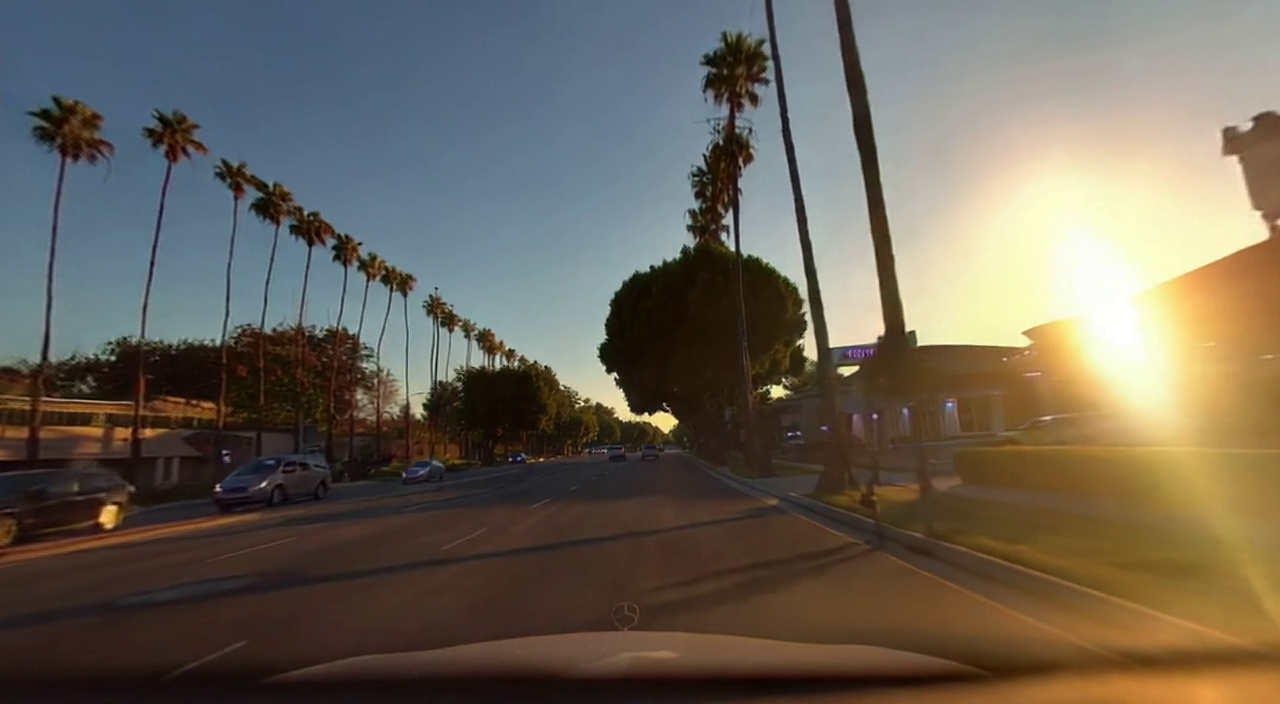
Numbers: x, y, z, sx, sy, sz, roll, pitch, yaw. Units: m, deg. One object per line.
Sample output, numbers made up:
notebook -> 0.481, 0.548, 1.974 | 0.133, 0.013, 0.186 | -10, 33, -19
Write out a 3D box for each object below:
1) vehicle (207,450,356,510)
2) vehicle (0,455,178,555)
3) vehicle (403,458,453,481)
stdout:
vehicle -> -12.433, 4.422, 22.421 | 2.306, 1.807, 4.927 | 0, -8, 1
vehicle -> -12.525, 3.062, 13.255 | 2.199, 1.696, 4.440 | 0, -8, 1
vehicle -> -15.340, 8.507, 45.927 | 1.940, 1.492, 4.495 | 0, -8, 1
